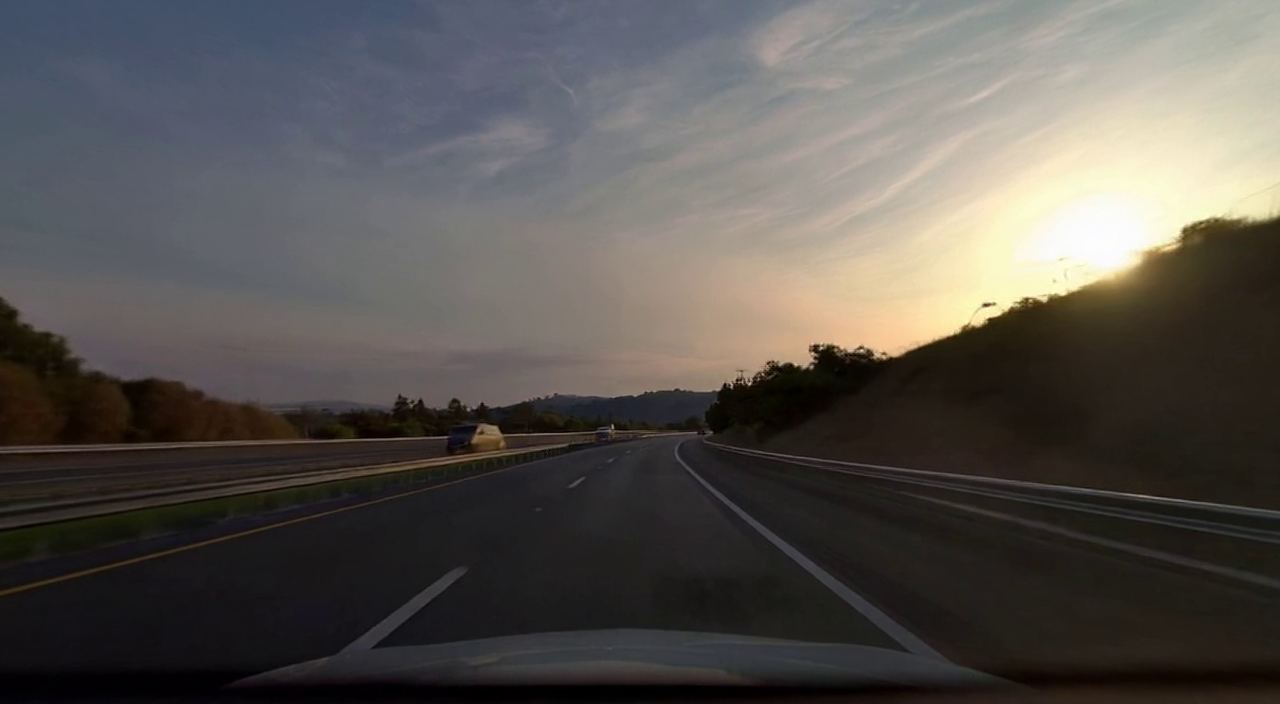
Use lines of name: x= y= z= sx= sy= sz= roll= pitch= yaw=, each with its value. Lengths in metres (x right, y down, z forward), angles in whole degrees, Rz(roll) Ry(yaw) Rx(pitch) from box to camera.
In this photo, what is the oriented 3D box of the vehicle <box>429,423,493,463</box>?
vehicle: x=-11.050 y=5.699 z=39.407 sx=2.158 sy=2.300 sz=5.691 roll=-1 pitch=-8 yaw=2
